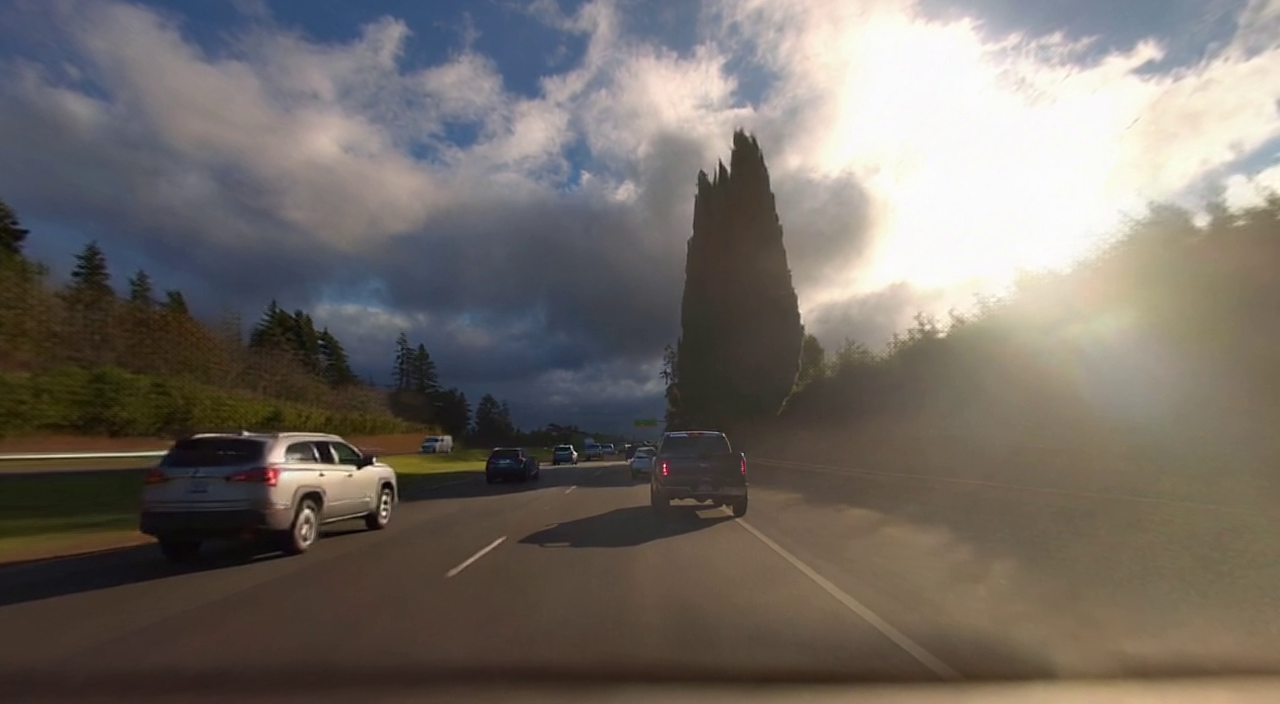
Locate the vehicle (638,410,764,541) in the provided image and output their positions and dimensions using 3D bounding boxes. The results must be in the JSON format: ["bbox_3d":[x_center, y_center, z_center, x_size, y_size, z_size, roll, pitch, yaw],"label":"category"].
[{"bbox_3d":[0.884,2.119,11.331,1.825,1.920,3.960,0,-9,-1],"label":"vehicle"}]

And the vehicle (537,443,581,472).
[{"bbox_3d":[-4.609,6.060,36.313,1.855,1.527,4.209,0,-9,1],"label":"vehicle"}]

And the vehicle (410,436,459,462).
[{"bbox_3d":[-15.959,7.588,49.181,2.076,1.922,5.041,0,-9,1],"label":"vehicle"}]

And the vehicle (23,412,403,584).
[{"bbox_3d":[-4.928,1.729,8.237,1.934,1.642,4.201,0,-9,1],"label":"vehicle"}]

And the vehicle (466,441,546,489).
[{"bbox_3d":[-4.591,3.919,22.143,1.867,1.489,3.829,0,-9,2],"label":"vehicle"}]
